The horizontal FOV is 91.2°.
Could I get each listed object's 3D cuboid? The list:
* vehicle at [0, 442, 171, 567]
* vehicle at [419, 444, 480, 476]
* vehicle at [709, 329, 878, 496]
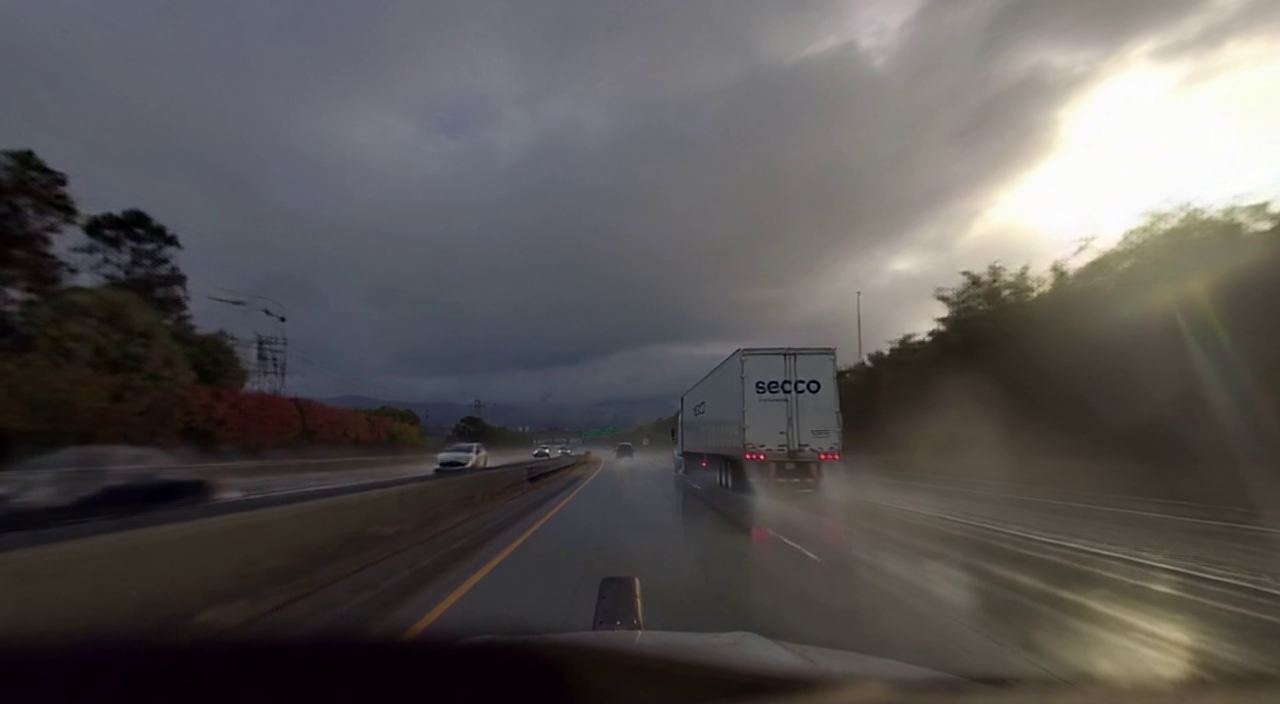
[{"bbox_3d":[-8.910,1.983,8.341,1.956,1.538,4.361,0,-9,-1],"label":"vehicle"},{"bbox_3d":[-10.261,5.838,34.125,1.996,1.631,4.421,0,-9,-1],"label":"vehicle"},{"bbox_3d":[4.062,2.022,18.990,2.892,3.928,8.380,0,-9,0],"label":"vehicle"}]
